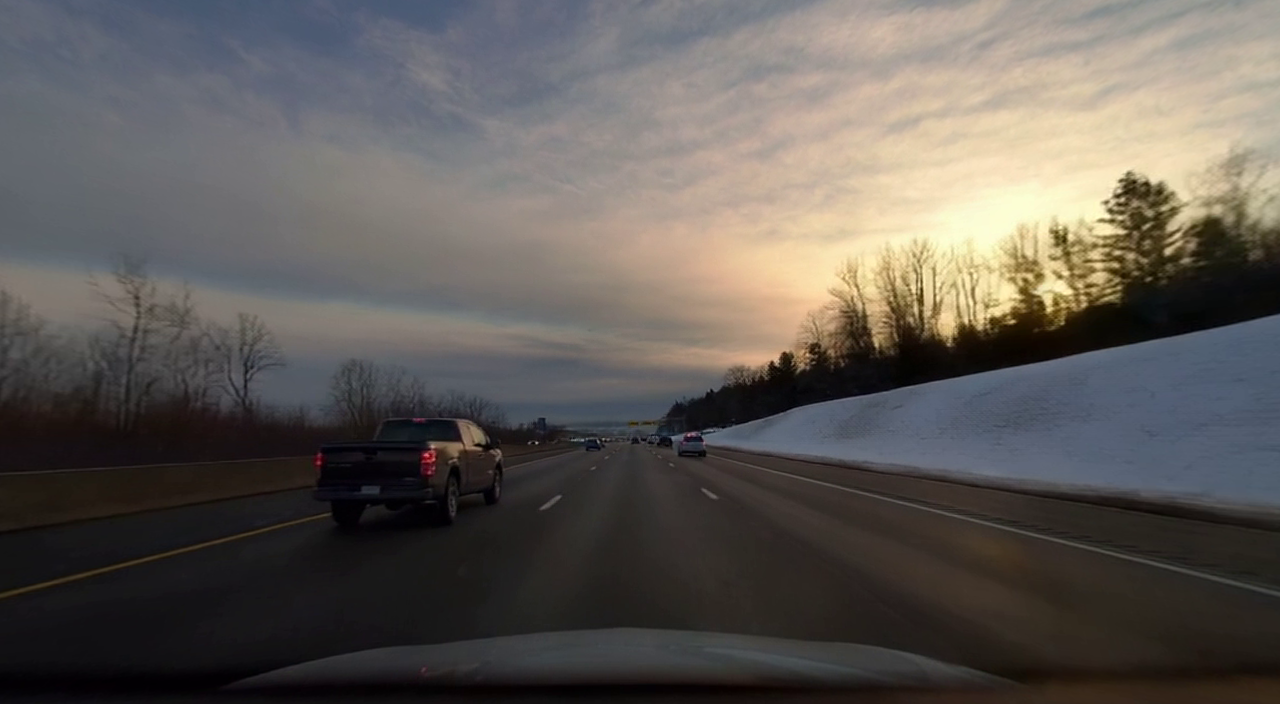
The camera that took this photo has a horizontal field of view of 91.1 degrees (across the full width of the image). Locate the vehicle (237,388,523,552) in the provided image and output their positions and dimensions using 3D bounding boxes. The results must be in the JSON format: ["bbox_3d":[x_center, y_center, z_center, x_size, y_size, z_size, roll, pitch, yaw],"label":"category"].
[{"bbox_3d":[-3.247,1.590,9.193,2.185,1.772,4.656,0,-8,0],"label":"vehicle"}]

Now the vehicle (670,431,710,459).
[{"bbox_3d":[3.169,5.969,40.539,2.124,1.696,4.173,0,-8,-2],"label":"vehicle"}]
